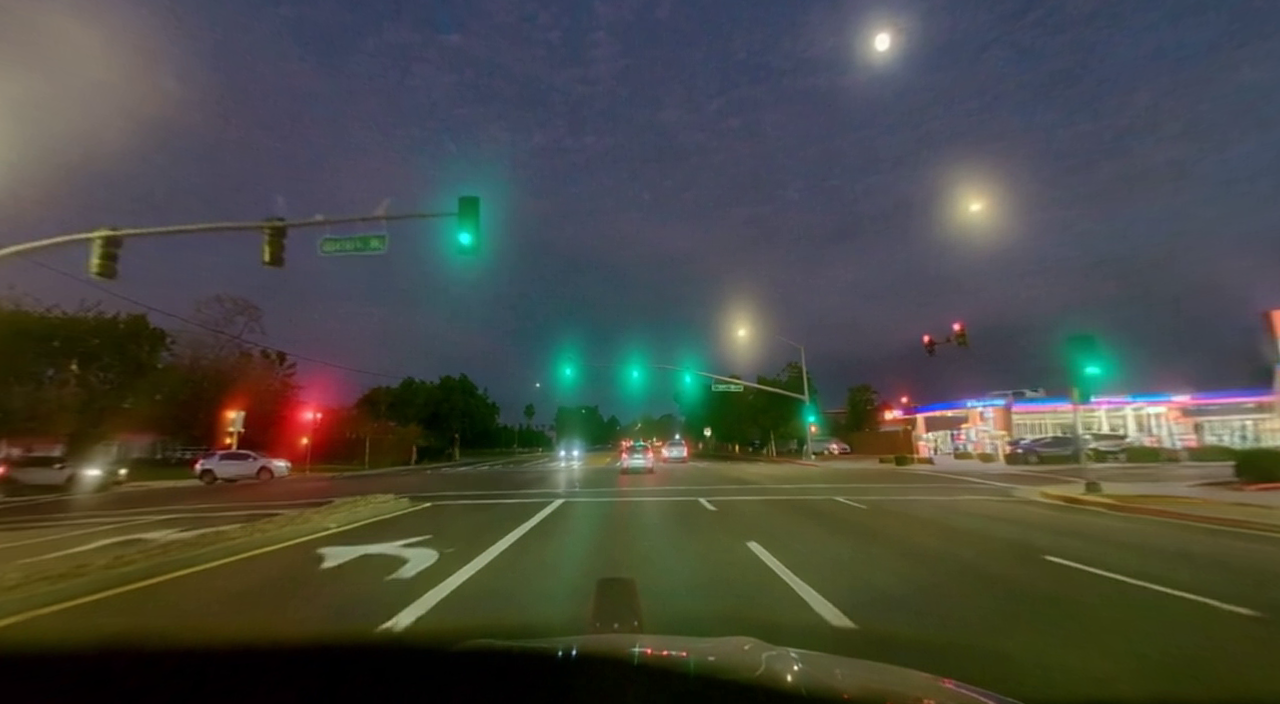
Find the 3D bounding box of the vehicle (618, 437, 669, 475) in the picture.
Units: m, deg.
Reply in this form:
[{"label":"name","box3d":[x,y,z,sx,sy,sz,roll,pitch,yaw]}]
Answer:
[{"label":"vehicle","box3d":[0.113,4.696,28.586,2.145,1.572,4.021,1,-9,-1]}]

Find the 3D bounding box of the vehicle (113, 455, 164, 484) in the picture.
[{"label":"vehicle","box3d":[-28.179,6.543,35.310,1.953,1.415,4.553,8,-11,-40]}]

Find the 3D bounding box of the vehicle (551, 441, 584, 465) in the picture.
[{"label":"vehicle","box3d":[-5.128,7.209,44.949,1.844,1.534,3.831,-3,-8,0]}]

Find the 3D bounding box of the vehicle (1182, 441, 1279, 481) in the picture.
[{"label":"vehicle","box3d":[24.871,4.314,24.961,4.788,1.481,1.959,0,-9,2]}]

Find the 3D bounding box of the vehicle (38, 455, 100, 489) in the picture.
[{"label":"vehicle","box3d":[-28.442,5.926,31.377,2.022,1.455,4.478,8,-11,-41]}]

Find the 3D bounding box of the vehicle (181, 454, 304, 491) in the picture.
[{"label":"vehicle","box3d":[-18.837,5.717,30.293,2.311,1.485,5.817,1,-9,-2]}]

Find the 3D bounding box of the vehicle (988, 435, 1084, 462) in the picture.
[{"label":"vehicle","box3d":[25.855,6.318,41.254,1.941,1.641,4.829,7,-11,-39]}]

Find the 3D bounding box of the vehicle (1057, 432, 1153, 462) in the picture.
[{"label":"vehicle","box3d":[29.849,6.115,40.518,1.958,1.759,4.517,7,-11,-38]}]
